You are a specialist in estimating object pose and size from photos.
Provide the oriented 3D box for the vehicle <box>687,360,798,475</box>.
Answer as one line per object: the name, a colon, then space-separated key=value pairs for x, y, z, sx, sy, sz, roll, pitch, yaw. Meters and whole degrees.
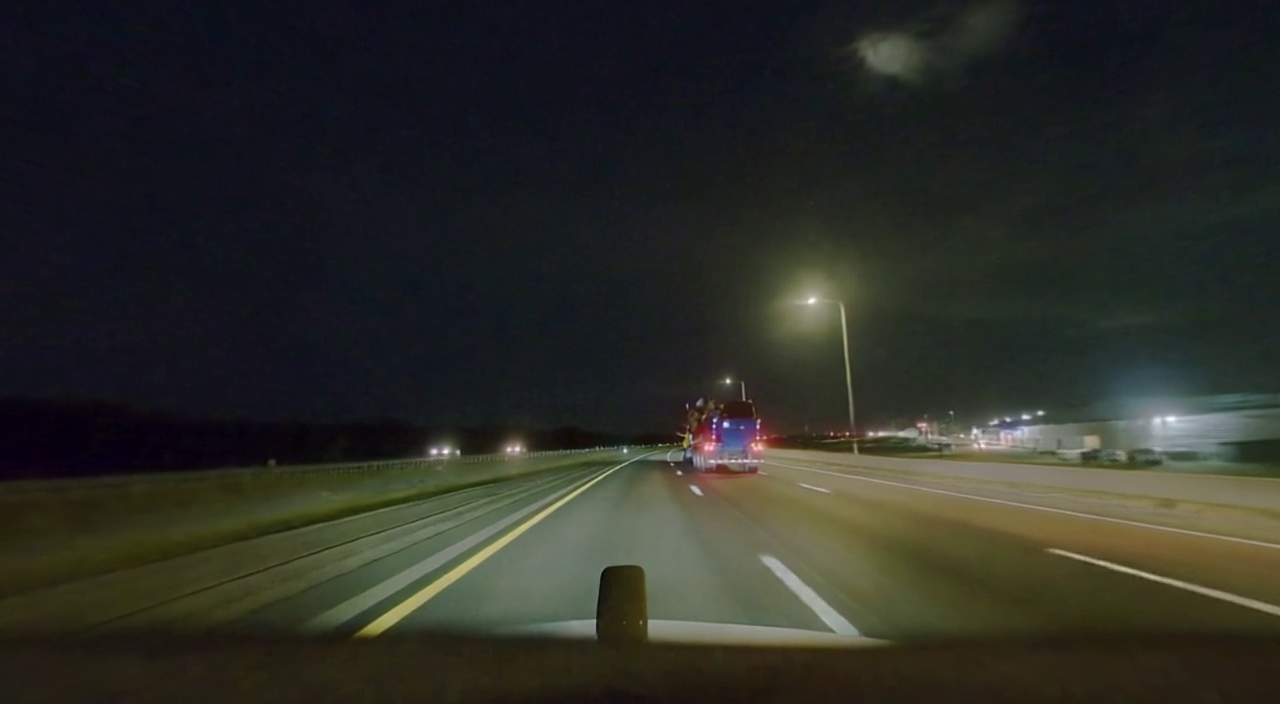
vehicle: x=3.785 y=2.746 z=25.211 sx=3.279 sy=3.956 sz=6.541 roll=0 pitch=-9 yaw=0
